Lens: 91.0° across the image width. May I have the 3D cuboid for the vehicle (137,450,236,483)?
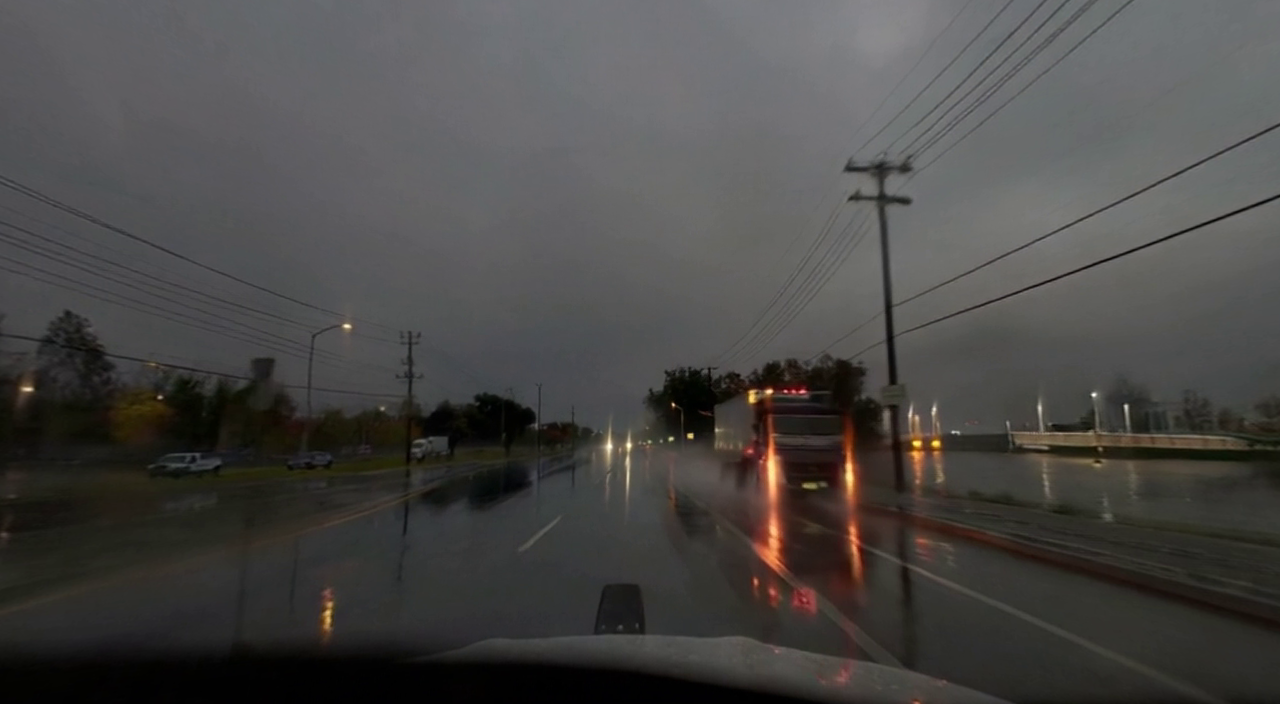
[{"bbox_3d":[-25.599,6.437,35.760,1.950,1.658,4.576,0,-9,5],"label":"vehicle"}]

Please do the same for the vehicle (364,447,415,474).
[{"bbox_3d":[-18.690,8.087,47.111,1.948,1.844,4.235,0,-9,1],"label":"vehicle"}]

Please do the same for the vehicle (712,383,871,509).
[{"bbox_3d":[3.897,2.696,18.119,2.706,2.880,7.117,0,-9,-1],"label":"vehicle"}]

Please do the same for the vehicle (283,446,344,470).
[{"bbox_3d":[-25.545,8.283,49.432,2.020,1.763,4.637,-1,-9,5],"label":"vehicle"}]
